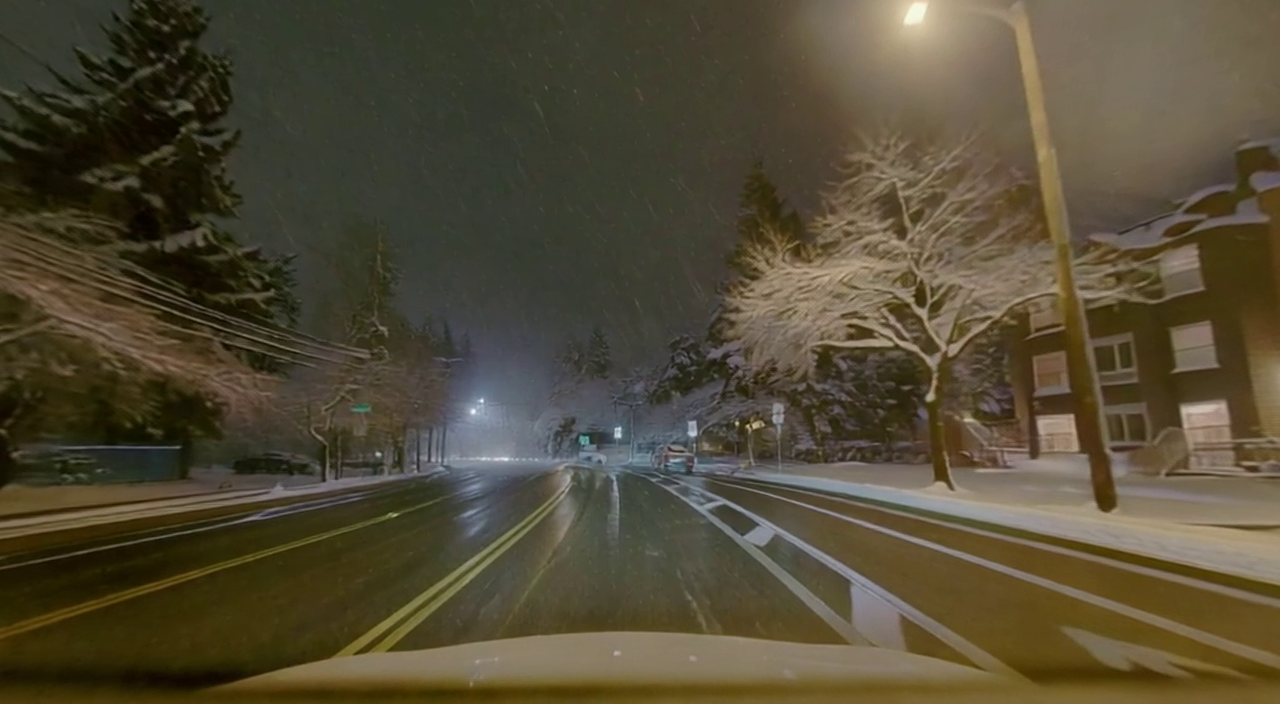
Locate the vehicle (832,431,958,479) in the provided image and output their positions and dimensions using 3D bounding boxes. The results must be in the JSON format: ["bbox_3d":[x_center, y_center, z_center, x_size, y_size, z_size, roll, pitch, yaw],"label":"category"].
[{"bbox_3d":[11.430,4.641,28.430,4.697,1.861,2.126,0,-12,-13],"label":"vehicle"}]

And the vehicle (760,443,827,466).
[{"bbox_3d":[11.794,7.901,48.763,4.504,1.702,2.119,2,-9,-14],"label":"vehicle"}]

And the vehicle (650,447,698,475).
[{"bbox_3d":[2.100,6.874,40.194,1.997,1.618,4.119,2,-9,-13],"label":"vehicle"}]
